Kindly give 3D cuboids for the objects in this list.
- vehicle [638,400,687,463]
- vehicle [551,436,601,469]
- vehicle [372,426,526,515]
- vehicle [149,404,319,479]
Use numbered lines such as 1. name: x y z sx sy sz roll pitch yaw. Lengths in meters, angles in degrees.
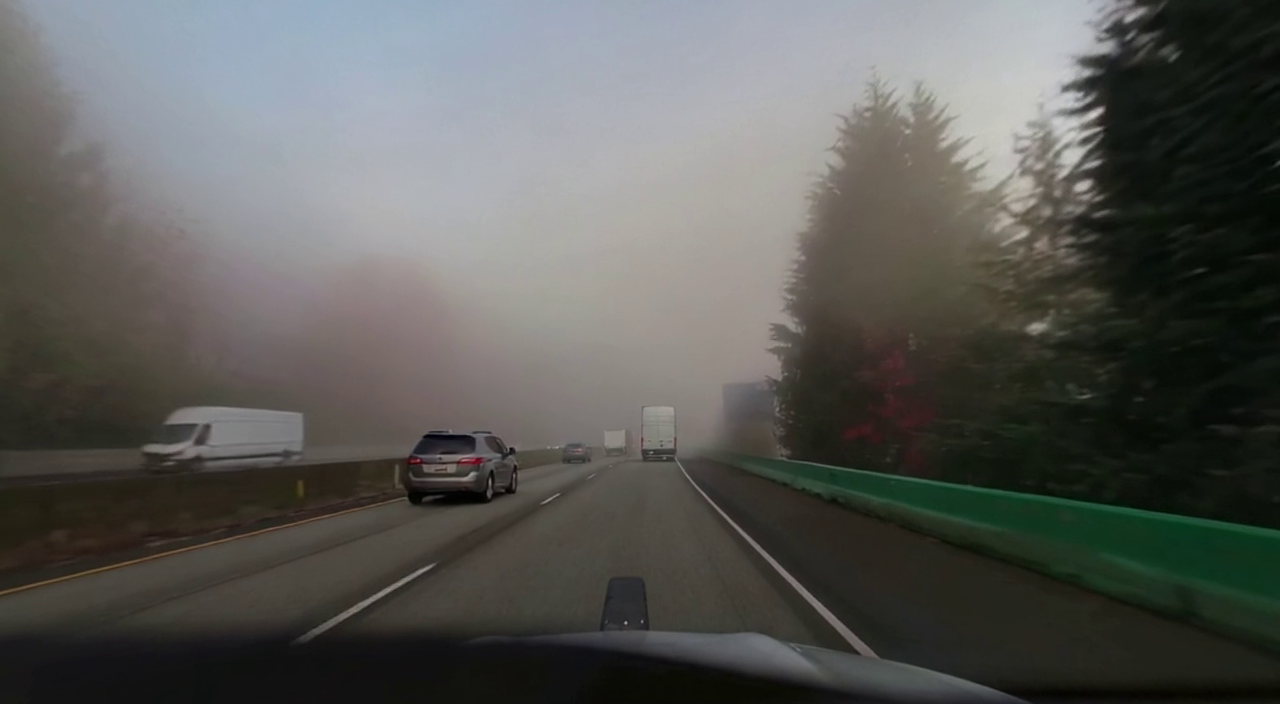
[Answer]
1. vehicle: 1.499 5.500 42.768 2.933 3.701 10.425 0 -8 2
2. vehicle: -3.230 5.192 32.582 1.962 1.575 4.158 0 -8 2
3. vehicle: -3.748 2.377 13.152 1.927 1.556 3.921 0 -8 1
4. vehicle: -22.421 5.098 35.862 3.009 3.625 10.321 0 -8 -2
